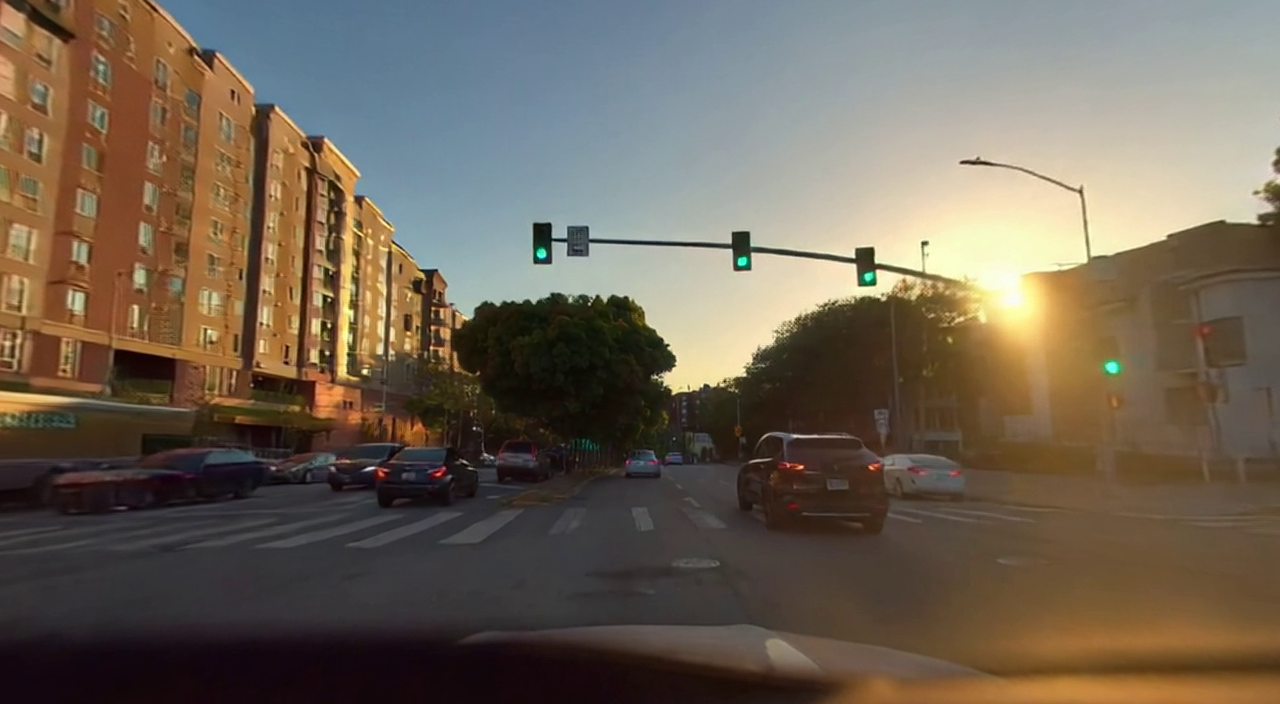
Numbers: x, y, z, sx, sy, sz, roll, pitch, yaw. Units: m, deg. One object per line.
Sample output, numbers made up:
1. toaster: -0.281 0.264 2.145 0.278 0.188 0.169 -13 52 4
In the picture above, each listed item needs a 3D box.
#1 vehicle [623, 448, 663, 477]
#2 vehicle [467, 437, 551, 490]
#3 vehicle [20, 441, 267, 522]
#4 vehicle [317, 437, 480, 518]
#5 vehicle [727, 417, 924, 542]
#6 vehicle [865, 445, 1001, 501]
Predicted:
1. vehicle: 0.126 6.054 34.937 2.059 1.492 4.033 0 -9 -1
2. vehicle: -4.955 4.298 24.760 2.275 1.816 4.923 0 -9 0
3. vehicle: -11.730 3.051 15.570 2.001 1.638 4.980 0 -9 1
4. vehicle: -5.520 2.941 15.269 2.062 1.532 4.830 -2 -9 0
5. vehicle: 3.124 2.275 11.937 2.129 1.844 4.767 0 -9 -2
6. vehicle: 9.108 3.784 20.247 1.962 1.542 4.999 0 -9 0
